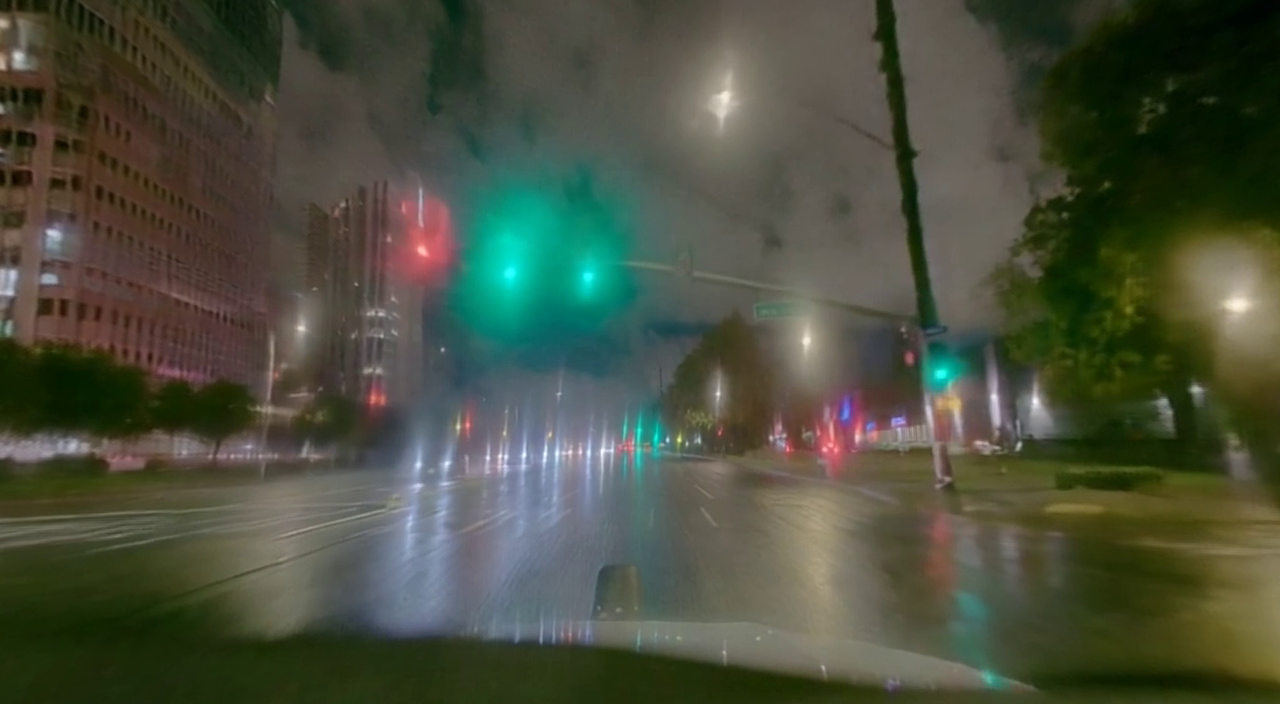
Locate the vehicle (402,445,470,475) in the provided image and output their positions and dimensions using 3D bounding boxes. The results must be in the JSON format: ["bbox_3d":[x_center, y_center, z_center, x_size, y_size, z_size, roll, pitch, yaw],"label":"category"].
[{"bbox_3d":[-10.854,5.766,34.013,1.914,1.499,4.785,0,-9,2],"label":"vehicle"}]
